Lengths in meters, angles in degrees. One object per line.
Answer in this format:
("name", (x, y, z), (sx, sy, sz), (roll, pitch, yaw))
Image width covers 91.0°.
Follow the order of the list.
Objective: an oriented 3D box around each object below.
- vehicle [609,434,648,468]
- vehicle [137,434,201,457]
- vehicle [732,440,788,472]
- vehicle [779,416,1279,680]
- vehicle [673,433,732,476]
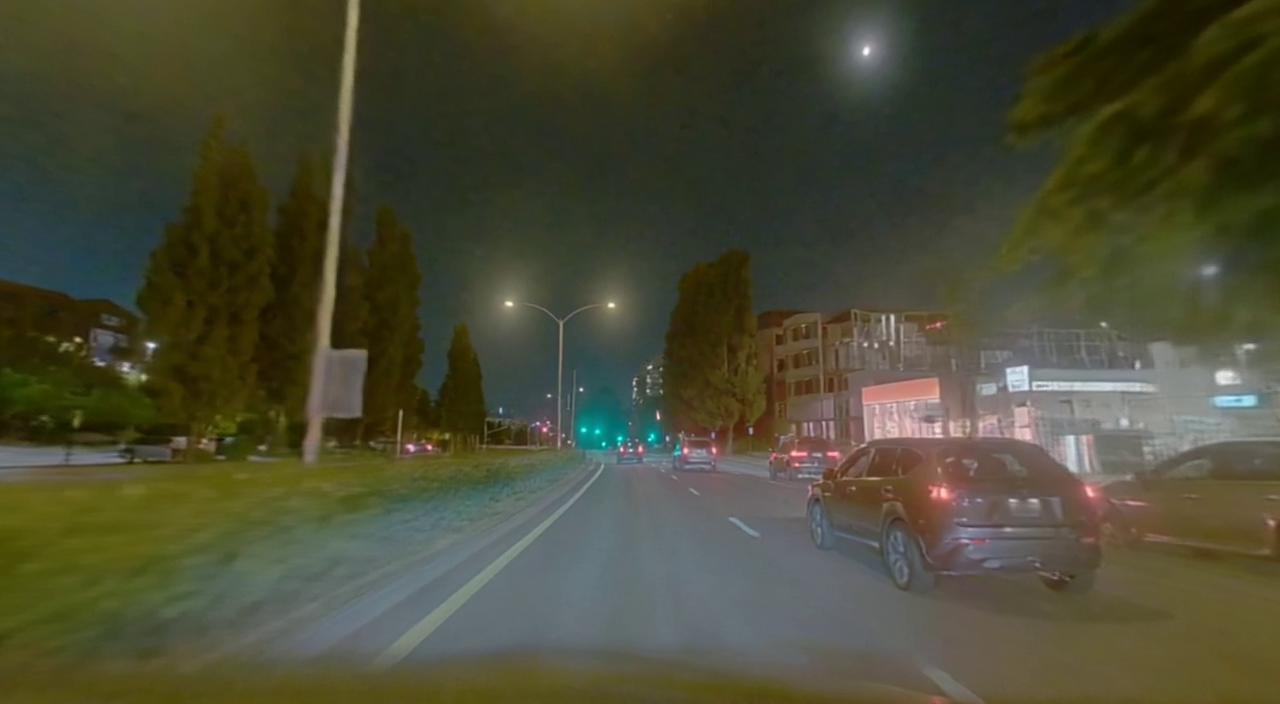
("vehicle", (-0.750, 5.738, 36.542), (2.051, 1.798, 4.168), (1, -9, -4))
("vehicle", (-30.980, 6.155, 41.542), (1.744, 1.433, 3.823), (1, -9, -10))
("vehicle", (6.380, 5.590, 34.016), (1.954, 1.606, 4.423), (1, -8, -3))
("vehicle", (2.754, 1.413, 5.708), (1.883, 1.452, 4.258), (0, -9, -2))
("vehicle", (2.719, 4.594, 28.359), (2.000, 1.745, 4.206), (1, -9, -3))
